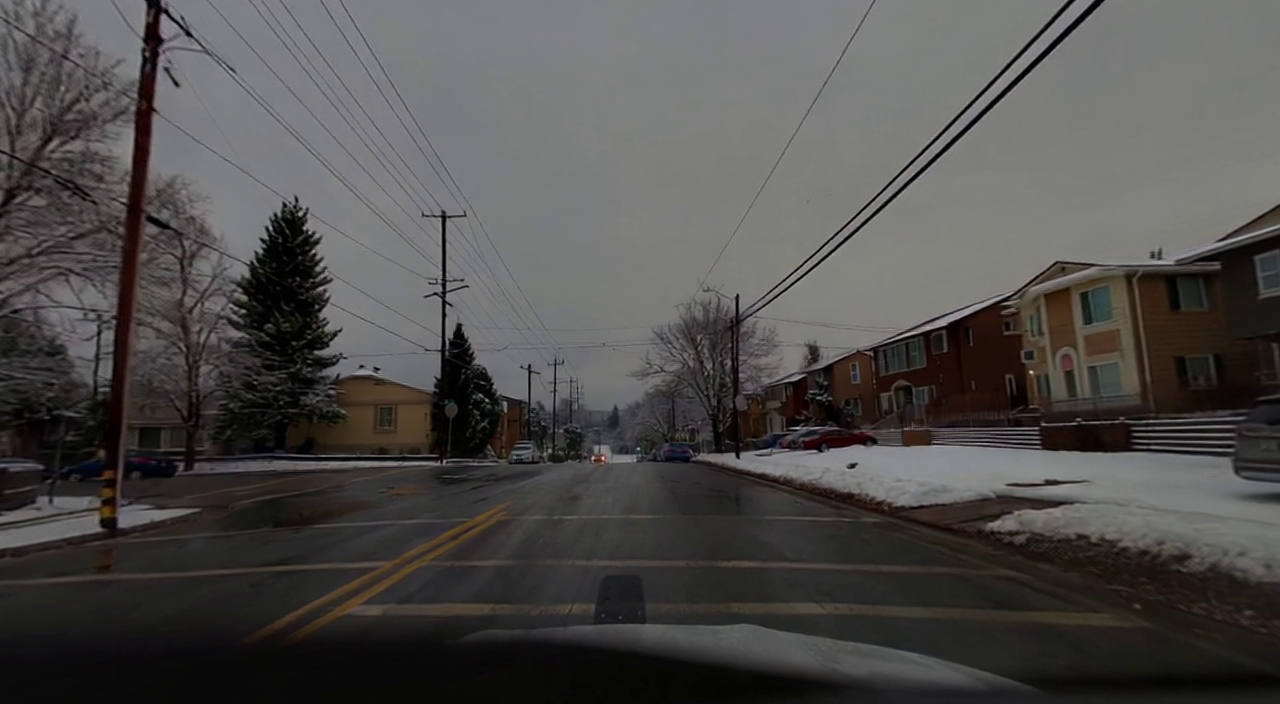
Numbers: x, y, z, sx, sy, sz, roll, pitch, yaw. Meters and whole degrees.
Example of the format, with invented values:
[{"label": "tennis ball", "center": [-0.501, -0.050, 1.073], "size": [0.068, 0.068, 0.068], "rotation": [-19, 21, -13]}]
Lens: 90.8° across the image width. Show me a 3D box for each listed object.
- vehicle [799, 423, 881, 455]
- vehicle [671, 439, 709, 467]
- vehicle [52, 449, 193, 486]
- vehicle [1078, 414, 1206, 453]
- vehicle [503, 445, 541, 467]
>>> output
[{"label": "vehicle", "center": [11.222, 4.900, 35.411], "size": [4.509, 1.664, 1.981], "rotation": [5, -10, -35]}, {"label": "vehicle", "center": [3.246, 6.694, 42.049], "size": [1.993, 1.755, 4.256], "rotation": [0, -8, -2]}, {"label": "vehicle", "center": [-22.254, 4.970, 27.315], "size": [4.424, 1.486, 1.814], "rotation": [0, -8, -2]}, {"label": "vehicle", "center": [22.394, 3.680, 28.289], "size": [4.002, 1.505, 2.061], "rotation": [-1, -10, -5]}, {"label": "vehicle", "center": [-8.540, 7.533, 46.098], "size": [2.066, 1.472, 4.353], "rotation": [0, -8, -1]}]
